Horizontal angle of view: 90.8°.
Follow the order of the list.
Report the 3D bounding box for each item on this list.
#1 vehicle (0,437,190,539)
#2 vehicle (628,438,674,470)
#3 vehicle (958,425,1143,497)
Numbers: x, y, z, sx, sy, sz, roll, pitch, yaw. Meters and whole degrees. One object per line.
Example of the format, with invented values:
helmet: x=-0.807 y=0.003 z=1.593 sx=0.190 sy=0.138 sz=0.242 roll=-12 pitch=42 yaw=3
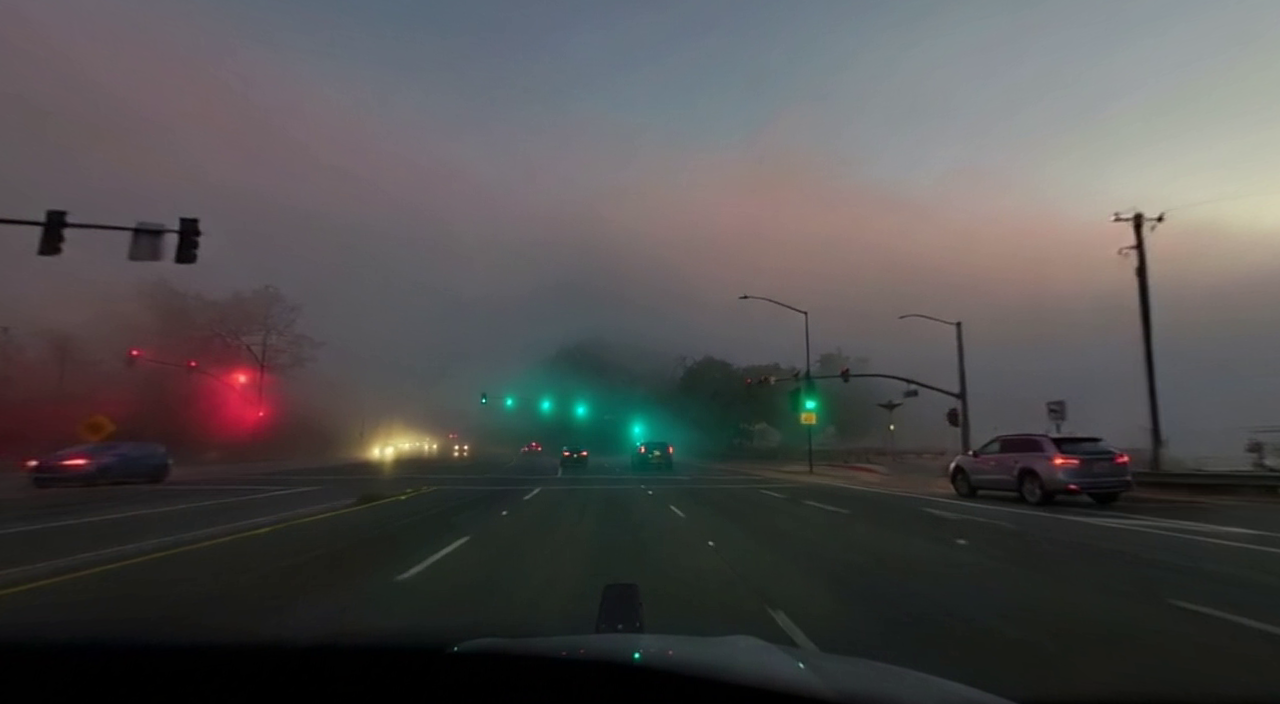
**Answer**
vehicle: x=-11.529 y=2.478 z=12.145 sx=2.399 sy=1.624 sz=4.585 roll=0 pitch=-8 yaw=-1
vehicle: x=0.584 y=5.911 z=36.693 sx=2.024 sy=1.724 sz=3.928 roll=1 pitch=-9 yaw=-8
vehicle: x=11.193 y=2.999 z=17.781 sx=2.130 sy=1.741 sz=4.665 roll=0 pitch=-8 yaw=1
